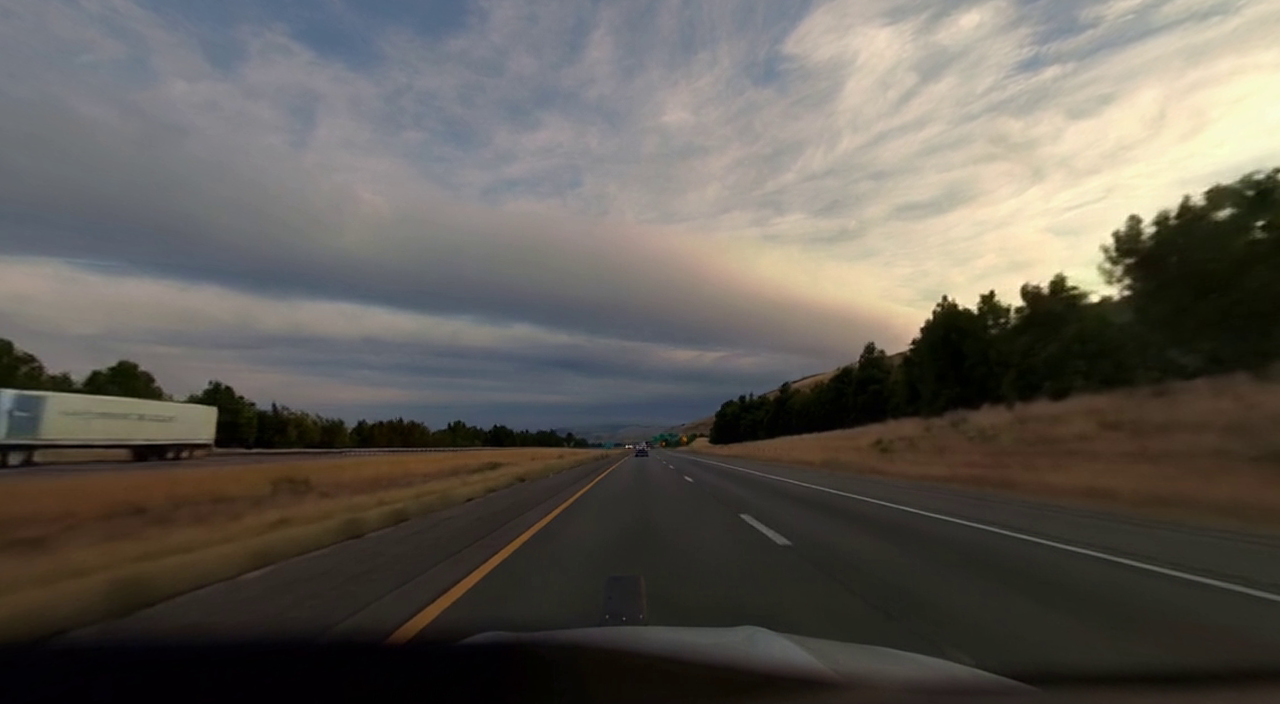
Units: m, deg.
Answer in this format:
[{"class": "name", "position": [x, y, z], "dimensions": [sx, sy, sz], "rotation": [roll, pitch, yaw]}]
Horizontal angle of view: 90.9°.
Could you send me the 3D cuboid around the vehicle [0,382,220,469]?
[{"class": "vehicle", "position": [-32.504, 4.718, 38.184], "dimensions": [2.948, 4.184, 16.293], "rotation": [0, -8, 0]}]
